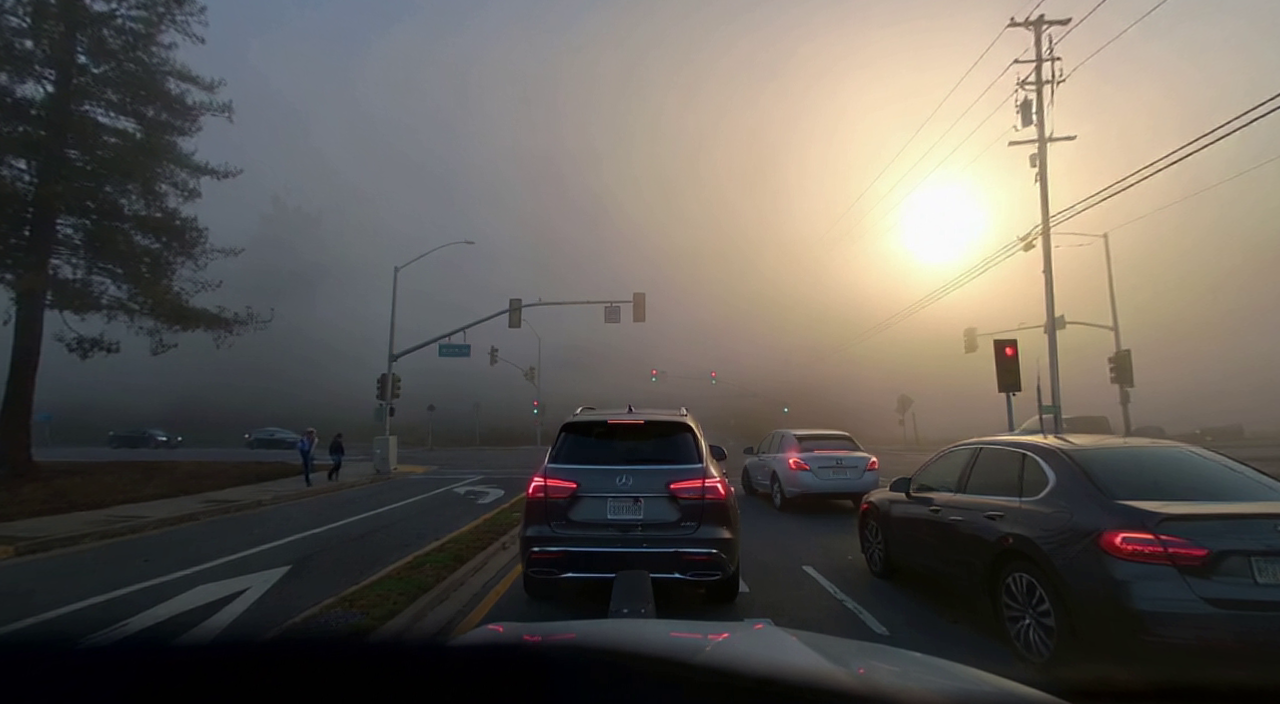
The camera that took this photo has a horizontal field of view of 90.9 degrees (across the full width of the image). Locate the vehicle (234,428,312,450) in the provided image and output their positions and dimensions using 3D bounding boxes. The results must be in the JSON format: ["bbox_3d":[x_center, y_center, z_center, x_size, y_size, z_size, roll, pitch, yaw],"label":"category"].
[{"bbox_3d":[-27.392,6.525,47.187,4.587,1.639,1.878,0,-8,0],"label":"vehicle"}]

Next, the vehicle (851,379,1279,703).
[{"bbox_3d":[3.548,1.299,5.503,1.948,1.677,4.437,0,-8,1],"label":"vehicle"}]

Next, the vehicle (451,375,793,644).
[{"bbox_3d":[-0.167,1.371,6.524,2.271,1.786,4.443,0,-8,-1],"label":"vehicle"}]

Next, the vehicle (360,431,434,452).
[{"bbox_3d":[-17.790,6.562,46.345,4.607,1.478,1.995,0,-8,0],"label":"vehicle"}]
